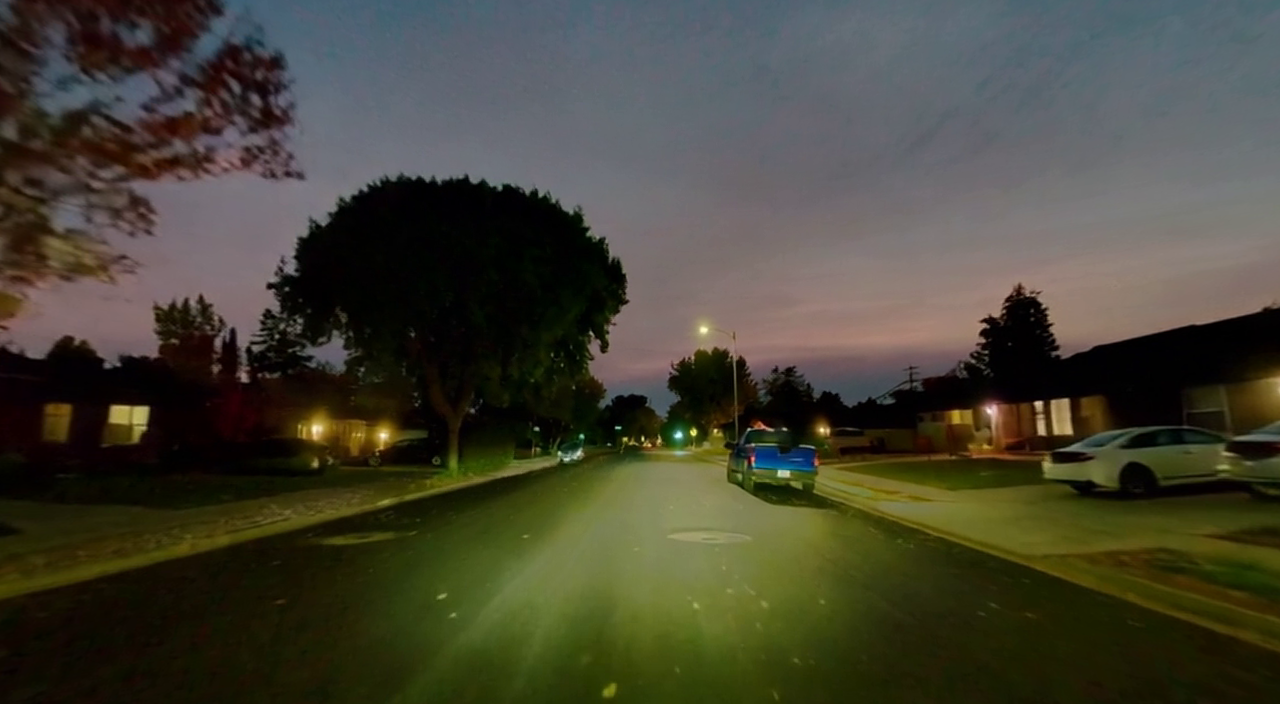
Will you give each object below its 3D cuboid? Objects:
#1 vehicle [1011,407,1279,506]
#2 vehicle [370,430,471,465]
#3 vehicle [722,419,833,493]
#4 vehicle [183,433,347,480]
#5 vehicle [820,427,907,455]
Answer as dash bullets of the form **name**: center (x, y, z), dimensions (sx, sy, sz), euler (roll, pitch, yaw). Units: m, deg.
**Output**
- **vehicle**: center (10.842, 2.147, 13.277), dimensions (4.622, 1.505, 2.168), euler (-6, -8, 1)
- **vehicle**: center (-12.015, 5.267, 34.803), dimensions (4.807, 1.846, 2.024), euler (-1, -9, 4)
- **vehicle**: center (4.076, 3.239, 19.975), dimensions (2.313, 1.962, 6.029), euler (0, -8, 2)
- **vehicle**: center (-12.418, 3.478, 21.121), dimensions (4.225, 1.498, 1.917), euler (0, -8, 2)
- **vehicle**: center (13.276, 5.331, 37.731), dimensions (4.486, 1.579, 1.880), euler (-1, -9, 4)
